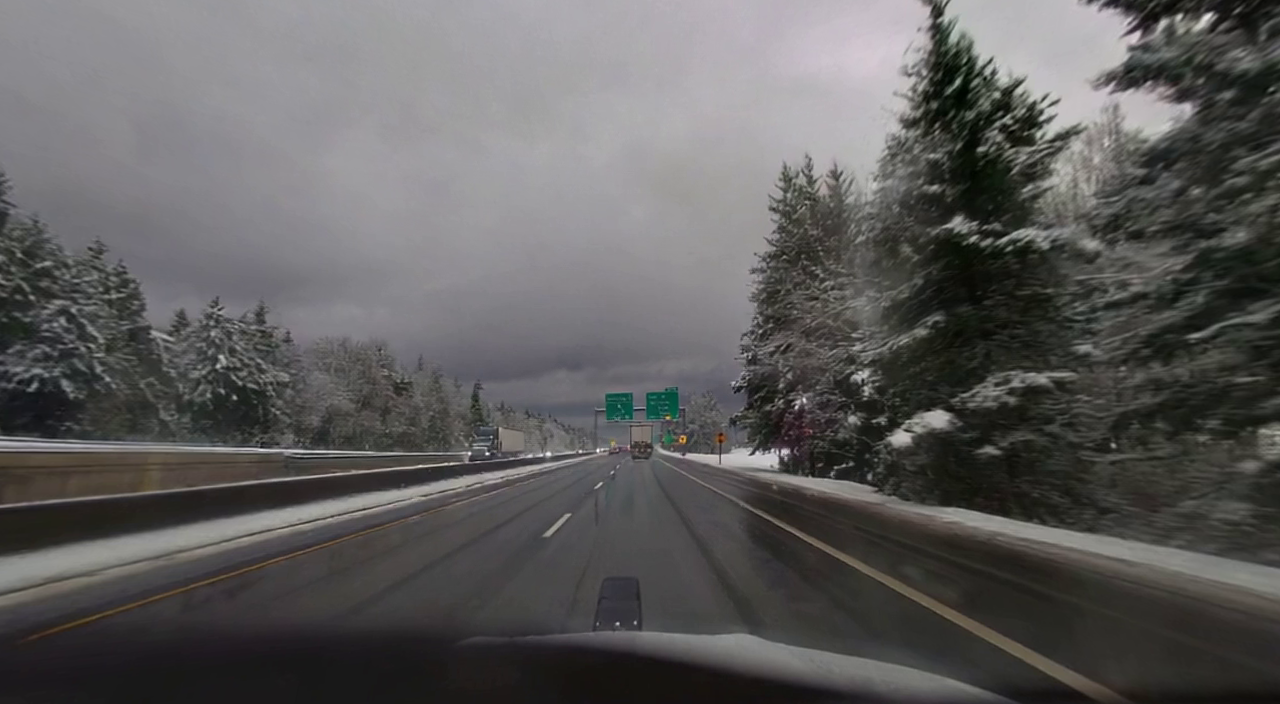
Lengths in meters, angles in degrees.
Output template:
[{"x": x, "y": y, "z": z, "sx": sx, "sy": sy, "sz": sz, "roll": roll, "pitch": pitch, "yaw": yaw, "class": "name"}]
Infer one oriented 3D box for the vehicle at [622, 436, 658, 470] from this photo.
[{"x": -0.008, "y": 6.753, "z": 42.070, "sx": 2.268, "sy": 2.122, "sz": 4.595, "roll": -1, "pitch": -9, "yaw": 1, "class": "vehicle"}]
